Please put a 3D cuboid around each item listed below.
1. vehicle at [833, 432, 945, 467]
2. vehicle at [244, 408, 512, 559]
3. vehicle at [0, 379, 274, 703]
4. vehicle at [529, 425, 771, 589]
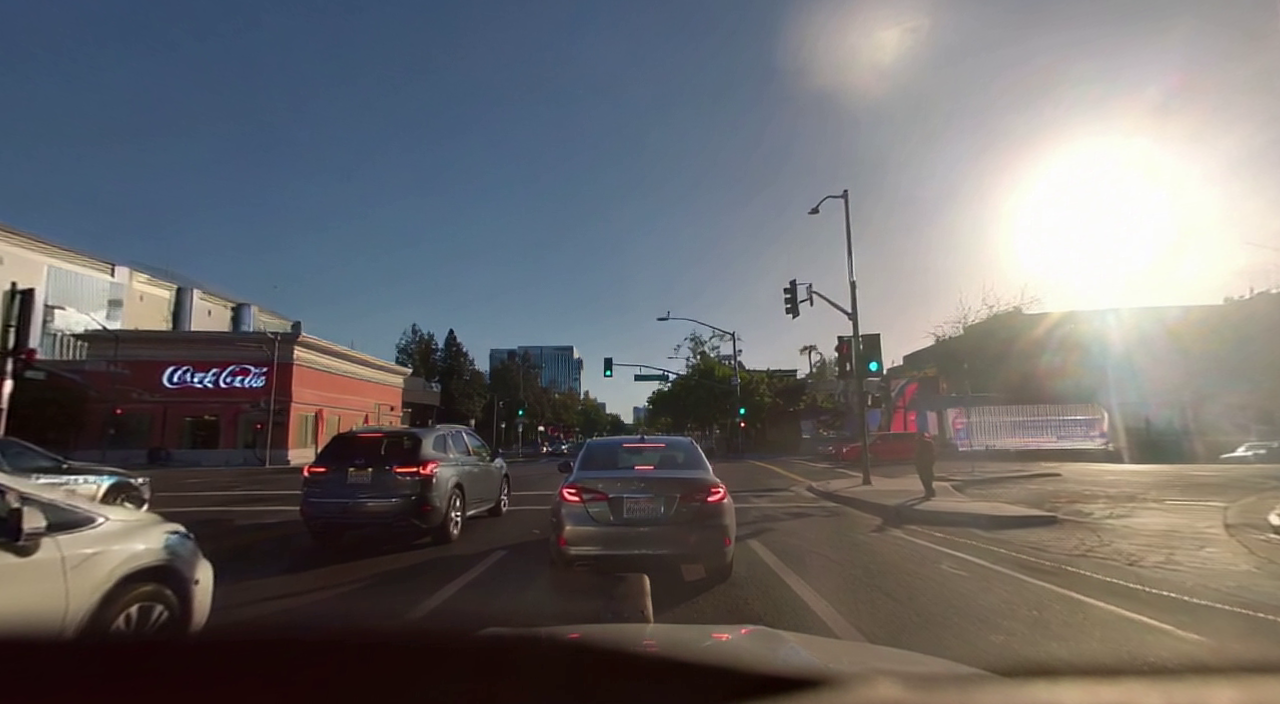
[{"bbox_3d":[12.950,5.096,33.016,5.032,1.762,1.982,0,-8,0],"label":"vehicle"},{"bbox_3d":[-3.450,1.821,9.408,2.009,1.704,4.230,0,-8,3],"label":"vehicle"},{"bbox_3d":[-3.334,0.783,1.707,2.029,1.517,4.375,0,-8,0],"label":"vehicle"},{"bbox_3d":[0.177,1.731,7.894,2.258,1.507,3.896,-1,-8,3],"label":"vehicle"}]
